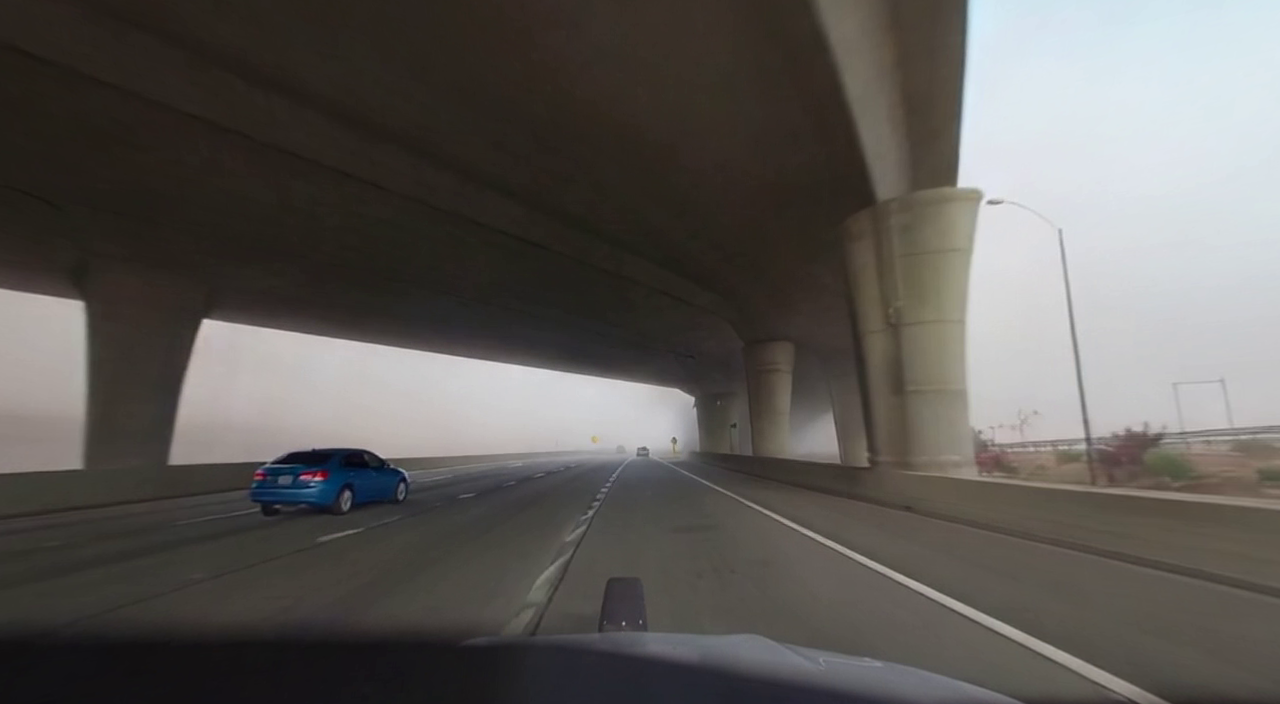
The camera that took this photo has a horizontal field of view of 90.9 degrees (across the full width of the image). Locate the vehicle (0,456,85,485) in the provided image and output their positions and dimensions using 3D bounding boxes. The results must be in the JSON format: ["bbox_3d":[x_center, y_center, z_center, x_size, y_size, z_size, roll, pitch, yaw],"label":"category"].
[{"bbox_3d":[-35.021,6.809,36.554,1.809,1.471,4.289,0,-8,-1],"label":"vehicle"}]

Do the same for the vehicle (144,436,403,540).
[{"bbox_3d":[-6.445,2.397,11.927,2.105,1.551,4.602,0,-8,0],"label":"vehicle"}]
